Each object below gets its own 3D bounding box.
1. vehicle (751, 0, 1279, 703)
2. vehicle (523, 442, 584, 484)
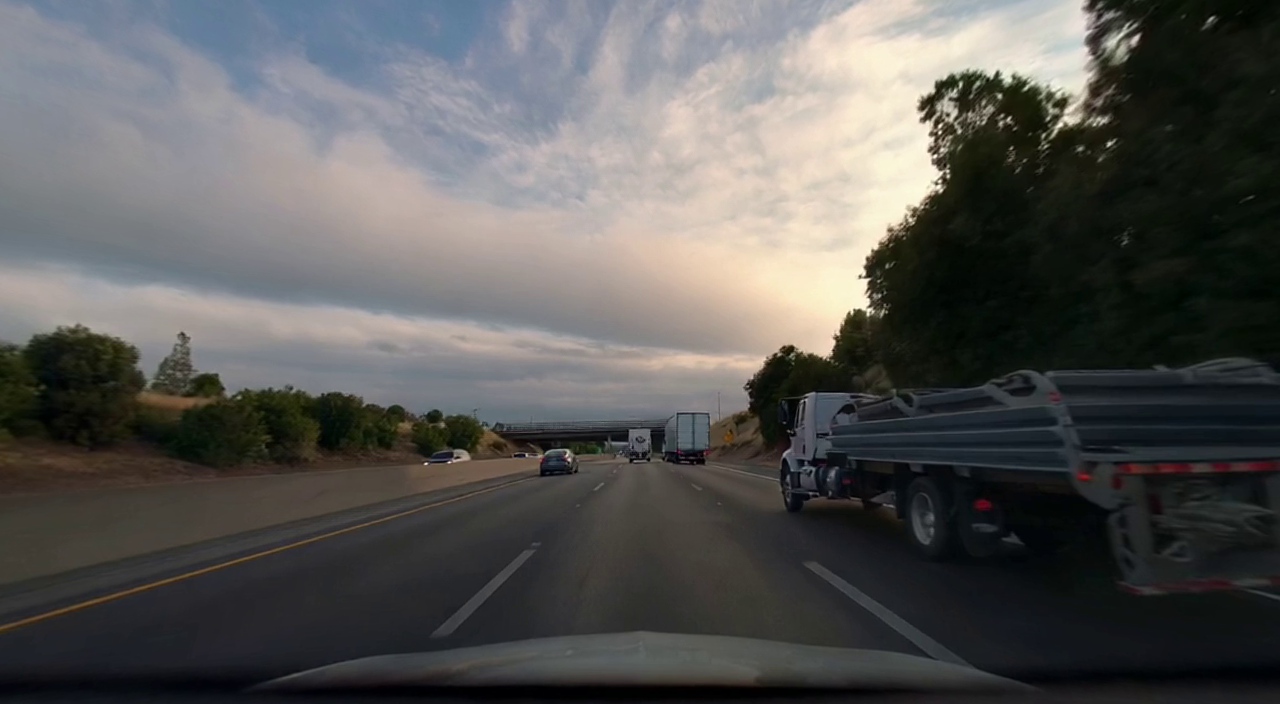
[{"bbox_3d":[3.947,0.044,4.019,3.031,3.826,17.142,0,-9,-1],"label":"vehicle"},{"bbox_3d":[-3.567,4.678,26.792,2.007,1.647,3.854,0,-9,1],"label":"vehicle"}]
